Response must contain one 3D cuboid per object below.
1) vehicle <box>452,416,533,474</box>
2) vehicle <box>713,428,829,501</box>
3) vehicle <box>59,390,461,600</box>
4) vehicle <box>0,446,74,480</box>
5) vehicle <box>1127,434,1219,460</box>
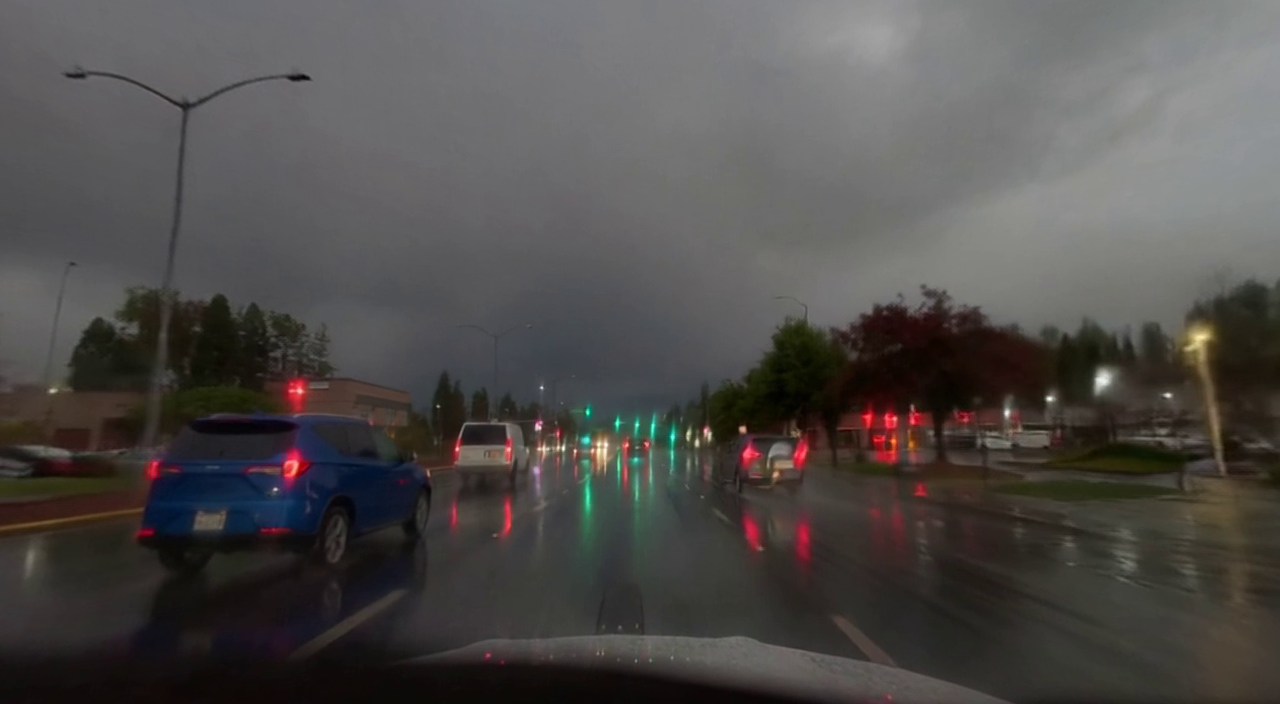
[{"bbox_3d":[-7.138,4.669,31.476,2.863,2.592,6.410,1,-9,-4],"label":"vehicle"},{"bbox_3d":[3.525,3.157,18.024,2.167,1.792,4.835,0,-9,-2],"label":"vehicle"},{"bbox_3d":[-3.797,1.516,7.483,2.038,1.748,4.303,0,-9,0],"label":"vehicle"},{"bbox_3d":[-32.553,5.729,32.628,4.452,1.684,1.978,0,-9,0],"label":"vehicle"},{"bbox_3d":[38.837,6.946,46.050,2.009,1.754,4.928,1,-9,-7],"label":"vehicle"}]
